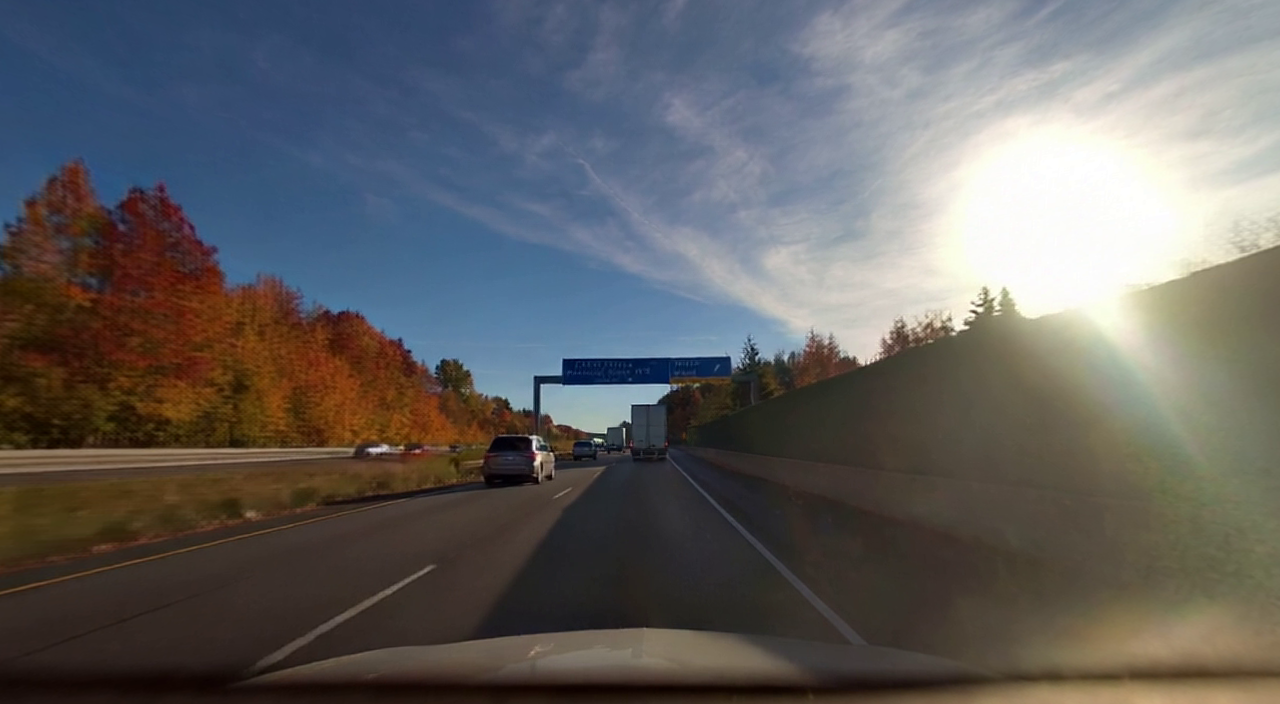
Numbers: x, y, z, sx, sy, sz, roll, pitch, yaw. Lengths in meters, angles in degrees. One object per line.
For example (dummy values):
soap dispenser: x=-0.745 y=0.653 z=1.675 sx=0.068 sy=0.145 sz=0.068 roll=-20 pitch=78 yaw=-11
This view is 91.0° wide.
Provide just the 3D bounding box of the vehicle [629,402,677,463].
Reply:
vehicle: x=0.894 y=5.655 z=43.773 sx=2.933 sy=3.701 sz=10.425 roll=0 pitch=-8 yaw=1

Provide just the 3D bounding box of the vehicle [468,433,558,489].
vehicle: x=-3.803 y=3.313 z=19.535 sx=1.927 sy=1.556 sz=3.921 roll=0 pitch=-8 yaw=1

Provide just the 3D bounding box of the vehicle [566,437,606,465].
vehicle: x=-3.220 y=6.024 z=38.410 sx=1.962 sy=1.575 sz=4.158 roll=0 pitch=-8 yaw=1
